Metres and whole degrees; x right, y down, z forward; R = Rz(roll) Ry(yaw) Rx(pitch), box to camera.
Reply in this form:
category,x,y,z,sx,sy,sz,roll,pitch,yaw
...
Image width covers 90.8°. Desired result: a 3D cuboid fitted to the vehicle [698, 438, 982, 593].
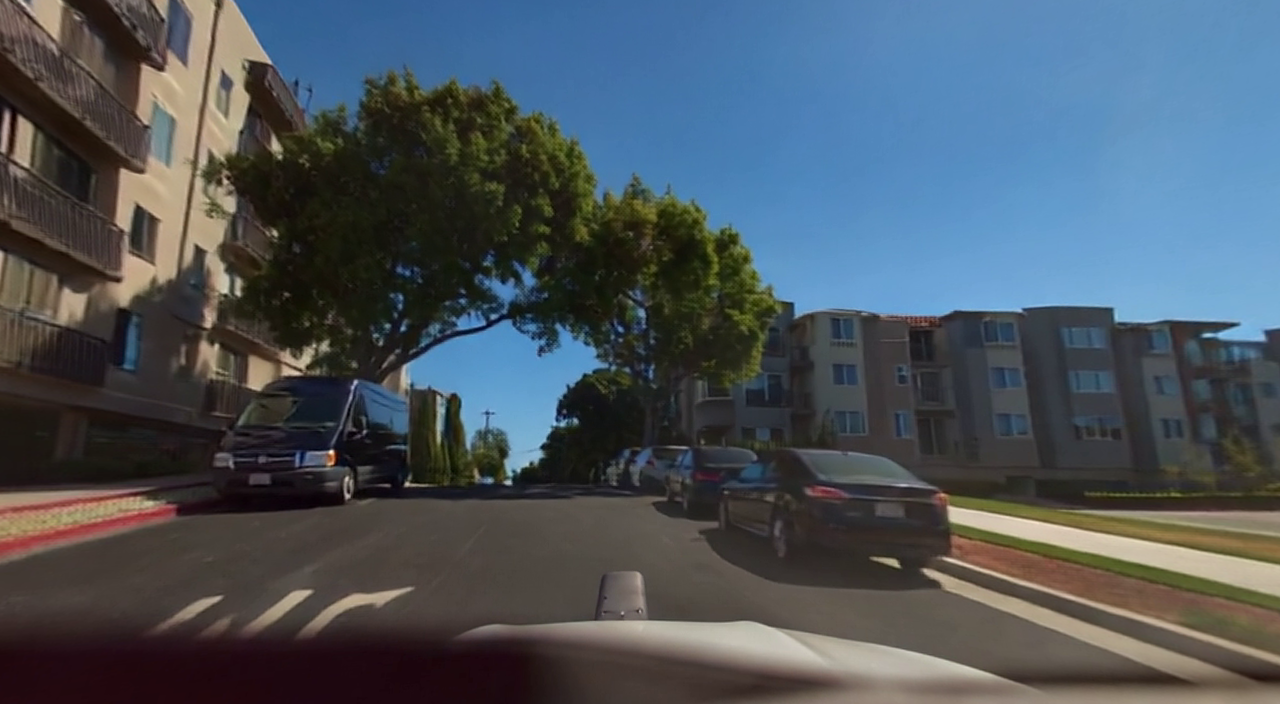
category,x,y,z,sx,sy,sz,roll,pitch,yaw
vehicle,2.147,1.909,8.264,1.827,1.436,4.322,2,-9,-8

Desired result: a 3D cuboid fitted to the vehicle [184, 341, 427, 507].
category,x,y,z,sx,sy,sz,roll,pitch,yaw
vehicle,-6.590,1.611,13.797,2.546,2.664,6.863,0,-8,-9

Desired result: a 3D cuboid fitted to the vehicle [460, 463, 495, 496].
category,x,y,z,sx,sy,sz,roll,pitch,yaw
vehicle,-11.428,8.938,44.657,2.090,1.674,4.457,-2,-4,-10
